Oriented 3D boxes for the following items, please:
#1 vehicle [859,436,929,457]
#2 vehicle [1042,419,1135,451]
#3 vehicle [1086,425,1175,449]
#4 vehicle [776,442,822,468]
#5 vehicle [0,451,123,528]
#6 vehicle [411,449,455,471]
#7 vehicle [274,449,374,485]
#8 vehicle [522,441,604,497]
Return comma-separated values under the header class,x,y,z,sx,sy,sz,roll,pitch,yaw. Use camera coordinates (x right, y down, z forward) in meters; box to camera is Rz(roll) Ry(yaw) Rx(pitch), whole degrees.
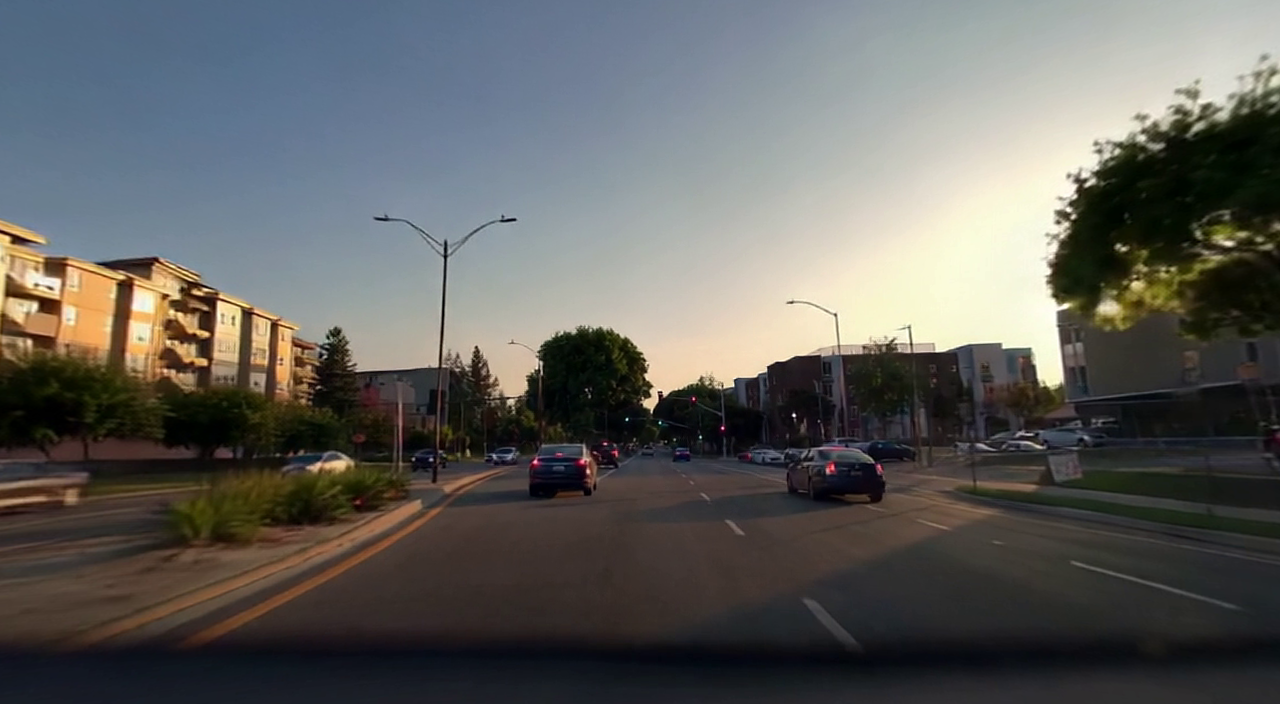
class,x,y,z,sx,sy,sz,roll,pitch,yaw
vehicle,18.929,7.083,47.233,4.416,1.519,1.988,-1,-9,3
vehicle,33.791,6.296,47.689,5.156,2.086,2.144,-3,-10,2
vehicle,34.381,5.979,44.348,4.531,1.596,1.929,-1,-9,2
vehicle,10.826,7.009,43.311,1.975,1.677,4.400,0,-9,-1
vehicle,-13.539,2.820,13.099,1.882,1.475,4.522,0,-9,-1
vehicle,-14.245,7.448,43.645,1.808,1.444,3.609,0,-9,0
vehicle,-14.269,5.179,28.896,2.149,1.468,4.707,0,-9,0
vehicle,-2.188,3.440,18.987,2.144,1.447,4.421,0,-9,-4
